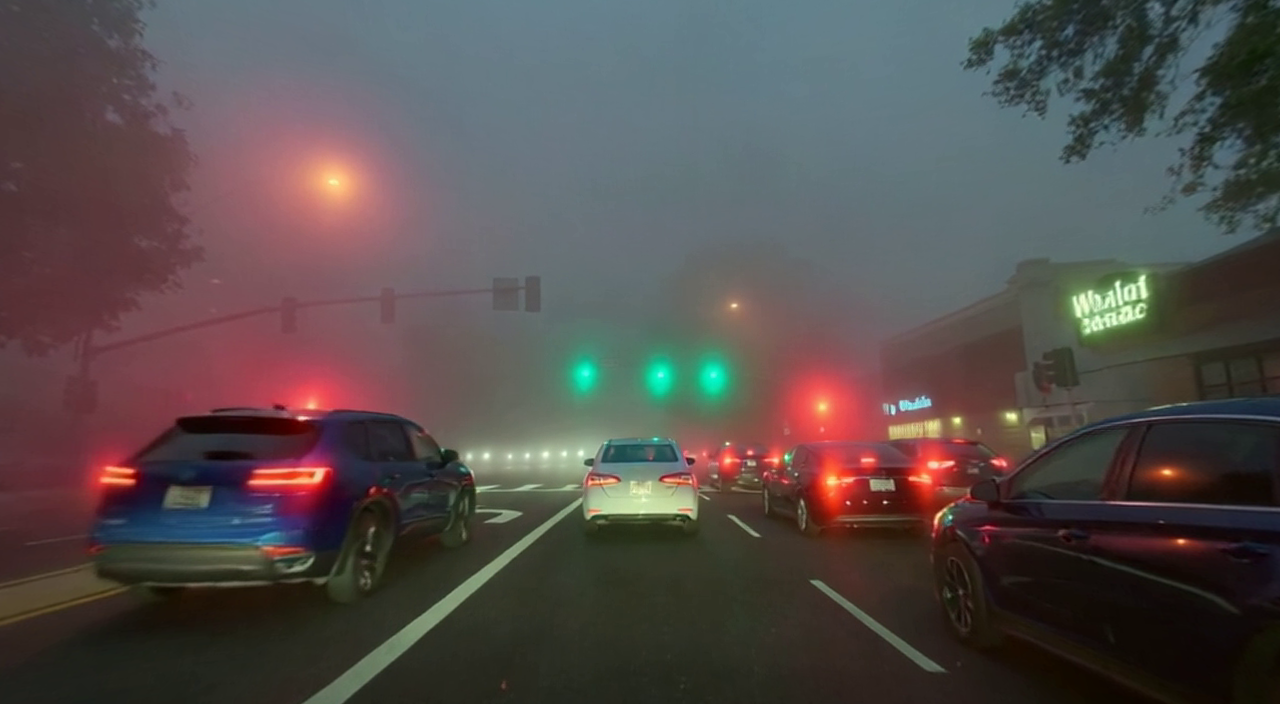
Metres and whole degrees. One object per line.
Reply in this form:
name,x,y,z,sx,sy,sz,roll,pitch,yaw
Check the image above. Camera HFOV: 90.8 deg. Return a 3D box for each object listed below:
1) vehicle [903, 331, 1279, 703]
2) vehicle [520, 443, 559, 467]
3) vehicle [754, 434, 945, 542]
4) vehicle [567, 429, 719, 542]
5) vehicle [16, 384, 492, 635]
vehicle,3.035,0.860,2.568,2.075,1.661,4.401,0,-8,1
vehicle,-7.893,8.085,49.928,2.293,1.777,4.497,0,-8,0
vehicle,3.347,2.236,11.087,1.865,1.496,4.170,0,-8,-1
vehicle,0.028,2.175,10.883,2.154,1.577,3.723,0,-8,0
vehicle,-3.405,1.511,7.099,2.257,1.823,4.777,0,-8,1
